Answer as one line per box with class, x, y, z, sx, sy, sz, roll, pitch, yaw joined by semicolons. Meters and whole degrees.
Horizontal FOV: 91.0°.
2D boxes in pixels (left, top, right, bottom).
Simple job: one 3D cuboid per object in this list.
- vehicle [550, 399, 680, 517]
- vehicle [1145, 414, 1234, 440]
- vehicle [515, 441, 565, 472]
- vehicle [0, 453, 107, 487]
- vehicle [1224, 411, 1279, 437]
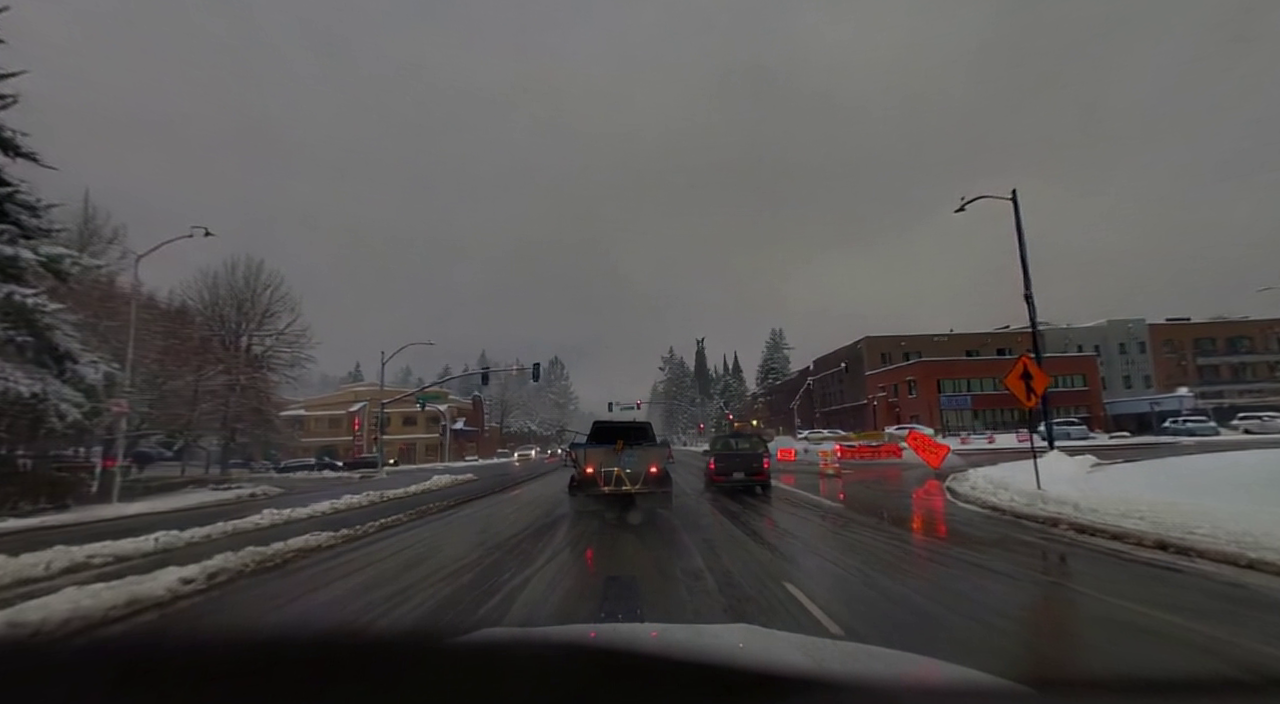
vehicle;-0.443;2.358;14.422;2.350;2.122;5.801;0;-8;0
vehicle;39.225;5.349;45.104;4.556;1.639;2.002;-2;-8;34
vehicle;-6.027;6.367;38.476;2.068;1.750;4.361;-1;-8;3
vehicle;-36.279;7.122;38.064;5.755;1.945;2.403;0;-8;-2
vehicle;45.389;5.162;45.300;4.522;1.786;2.023;-6;-10;35
